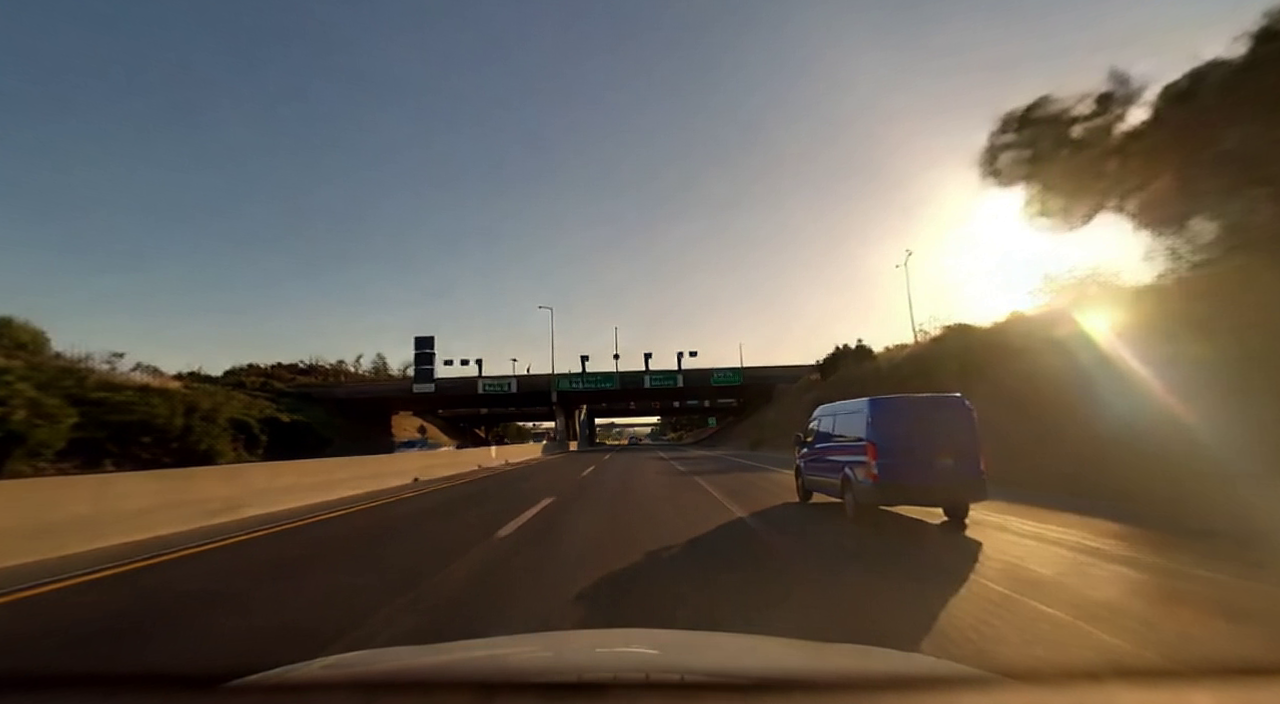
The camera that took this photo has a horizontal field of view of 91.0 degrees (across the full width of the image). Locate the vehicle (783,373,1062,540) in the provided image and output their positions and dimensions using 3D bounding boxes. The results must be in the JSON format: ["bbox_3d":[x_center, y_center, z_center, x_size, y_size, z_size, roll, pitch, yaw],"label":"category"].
[{"bbox_3d":[3.960,1.581,10.009,2.161,2.002,4.631,0,-8,-1],"label":"vehicle"}]
